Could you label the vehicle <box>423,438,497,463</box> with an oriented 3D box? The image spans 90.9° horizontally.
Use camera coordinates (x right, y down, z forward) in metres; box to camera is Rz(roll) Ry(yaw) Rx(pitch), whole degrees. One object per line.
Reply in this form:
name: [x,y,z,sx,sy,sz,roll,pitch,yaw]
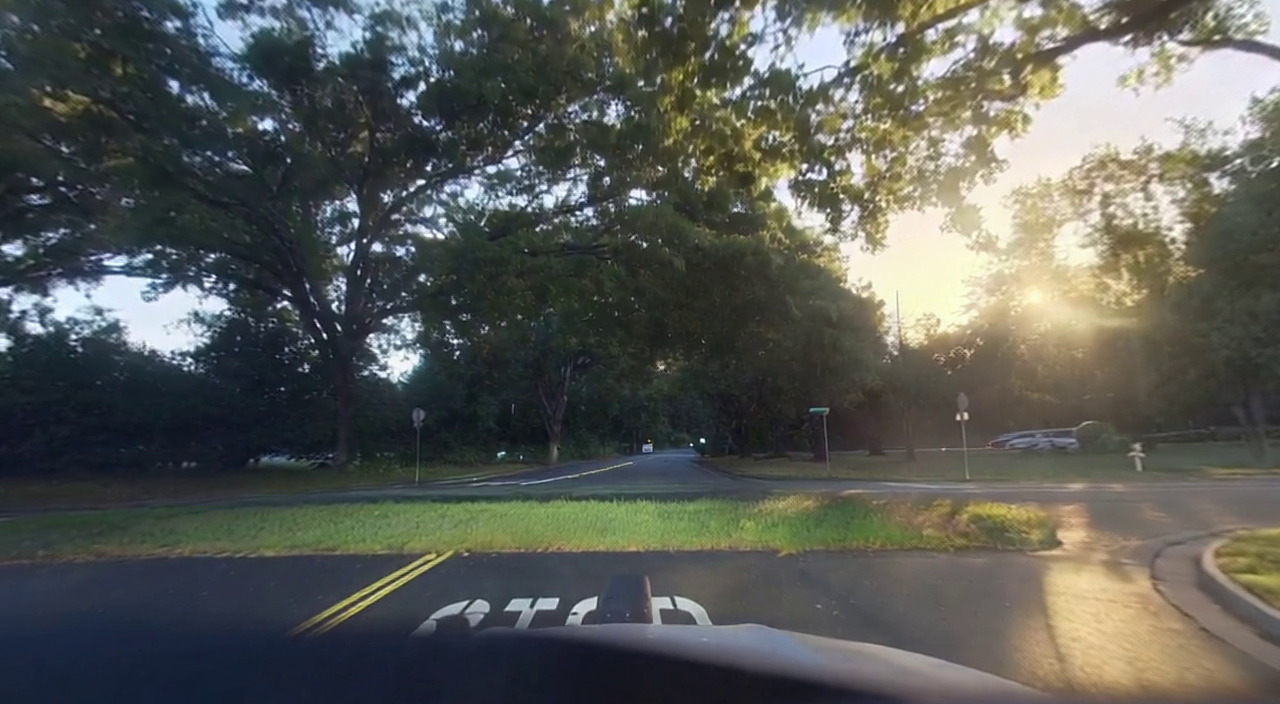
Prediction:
vehicle: [-12.655,6.952,44.543,4.590,1.735,1.973,0,-9,3]
